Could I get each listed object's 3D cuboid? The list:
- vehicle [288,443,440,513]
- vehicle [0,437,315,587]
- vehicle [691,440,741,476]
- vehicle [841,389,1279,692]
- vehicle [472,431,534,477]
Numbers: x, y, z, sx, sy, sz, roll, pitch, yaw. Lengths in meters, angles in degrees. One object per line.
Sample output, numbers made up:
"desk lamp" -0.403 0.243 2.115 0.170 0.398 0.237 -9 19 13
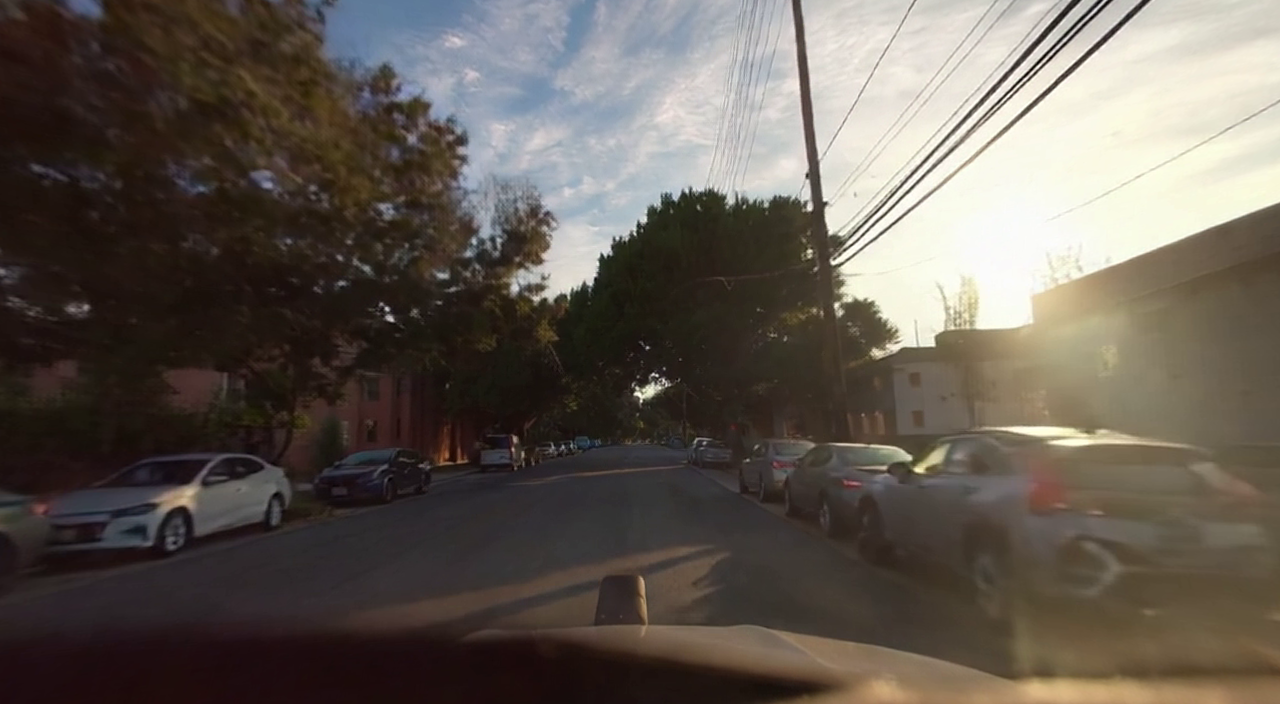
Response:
"vehicle" -7.506 3.429 17.838 2.145 1.488 4.646 -3 -7 1
"vehicle" -7.655 2.434 10.711 1.981 1.651 4.683 -5 -6 -3
"vehicle" 3.710 5.247 31.501 1.925 1.634 4.419 0 -8 0
"vehicle" 3.663 1.393 5.916 2.095 1.694 4.592 -1 -8 1
"vehicle" -7.687 5.743 36.104 2.351 2.251 5.856 -2 -8 -2
